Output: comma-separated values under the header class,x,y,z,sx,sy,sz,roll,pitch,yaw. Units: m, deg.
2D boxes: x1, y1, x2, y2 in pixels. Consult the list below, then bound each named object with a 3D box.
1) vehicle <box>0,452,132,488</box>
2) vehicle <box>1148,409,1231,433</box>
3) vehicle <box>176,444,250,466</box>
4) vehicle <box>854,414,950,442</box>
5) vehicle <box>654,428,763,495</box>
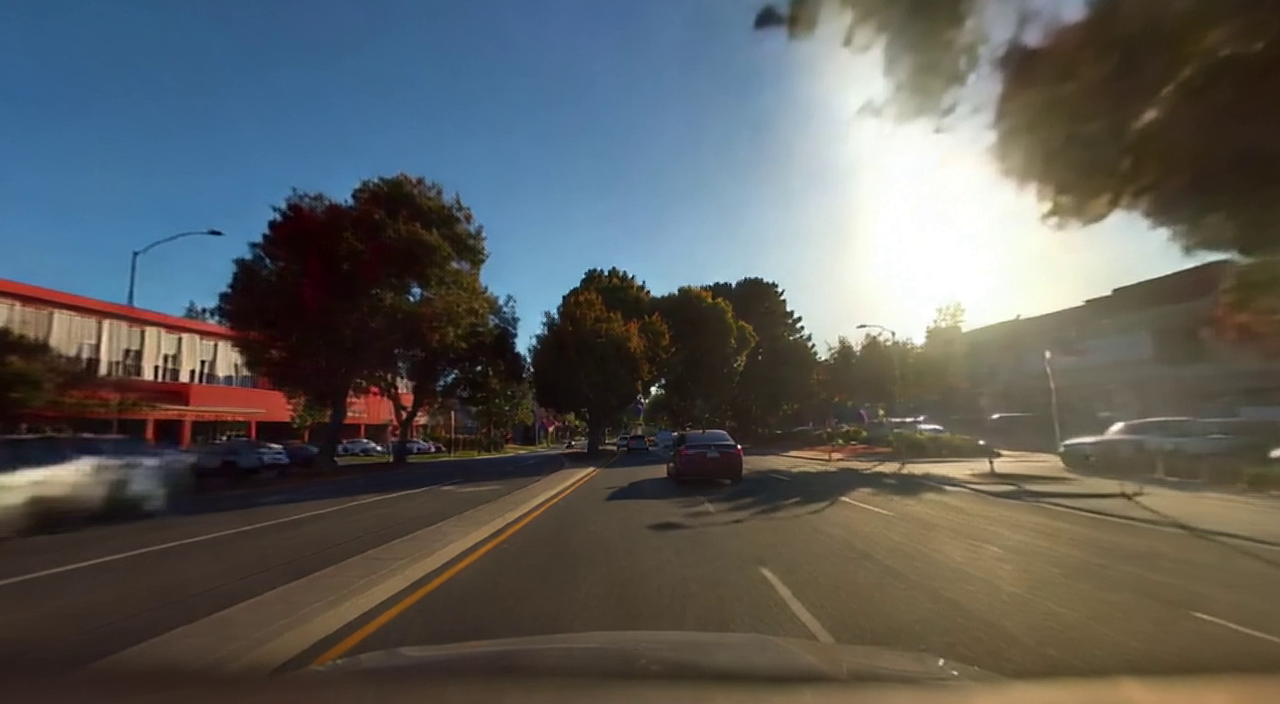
class,x,y,z,sx,sy,sz,roll,pitch,yaw
vehicle,-23.497,4.793,25.672,4.077,1.342,1.813,-1,-8,4
vehicle,34.135,4.350,39.324,1.882,1.392,4.562,-2,-8,12
vehicle,-33.572,8.068,49.638,4.214,1.609,2.092,0,-8,-2
vehicle,19.563,5.726,47.200,6.173,1.962,2.208,0,-9,0
vehicle,1.610,2.816,16.612,2.091,1.472,4.697,0,-8,-3
